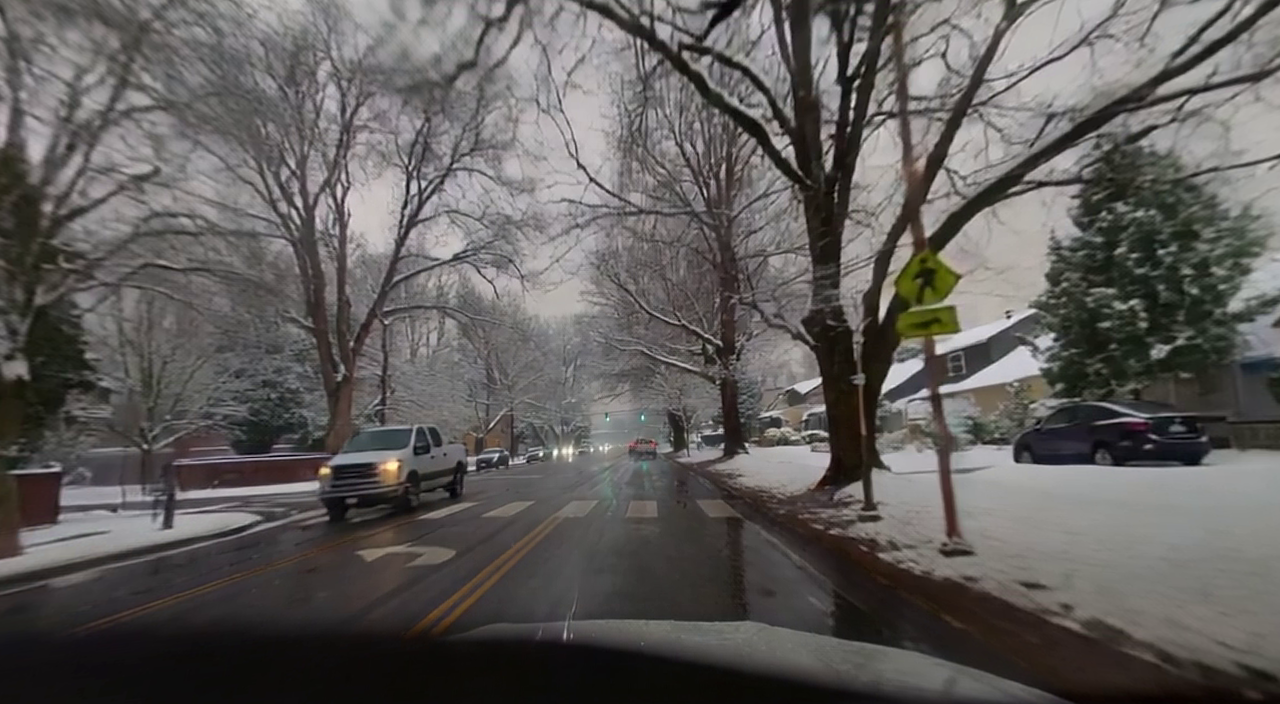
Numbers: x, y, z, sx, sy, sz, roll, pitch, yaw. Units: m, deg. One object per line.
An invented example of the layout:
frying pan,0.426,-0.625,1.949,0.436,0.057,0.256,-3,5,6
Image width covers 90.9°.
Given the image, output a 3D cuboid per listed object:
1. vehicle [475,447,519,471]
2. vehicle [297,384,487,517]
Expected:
vehicle,-9.722,7.306,43.274,1.892,1.484,4.576,1,-9,1
vehicle,-5.918,2.485,16.214,2.303,2.760,5.868,0,-8,1
